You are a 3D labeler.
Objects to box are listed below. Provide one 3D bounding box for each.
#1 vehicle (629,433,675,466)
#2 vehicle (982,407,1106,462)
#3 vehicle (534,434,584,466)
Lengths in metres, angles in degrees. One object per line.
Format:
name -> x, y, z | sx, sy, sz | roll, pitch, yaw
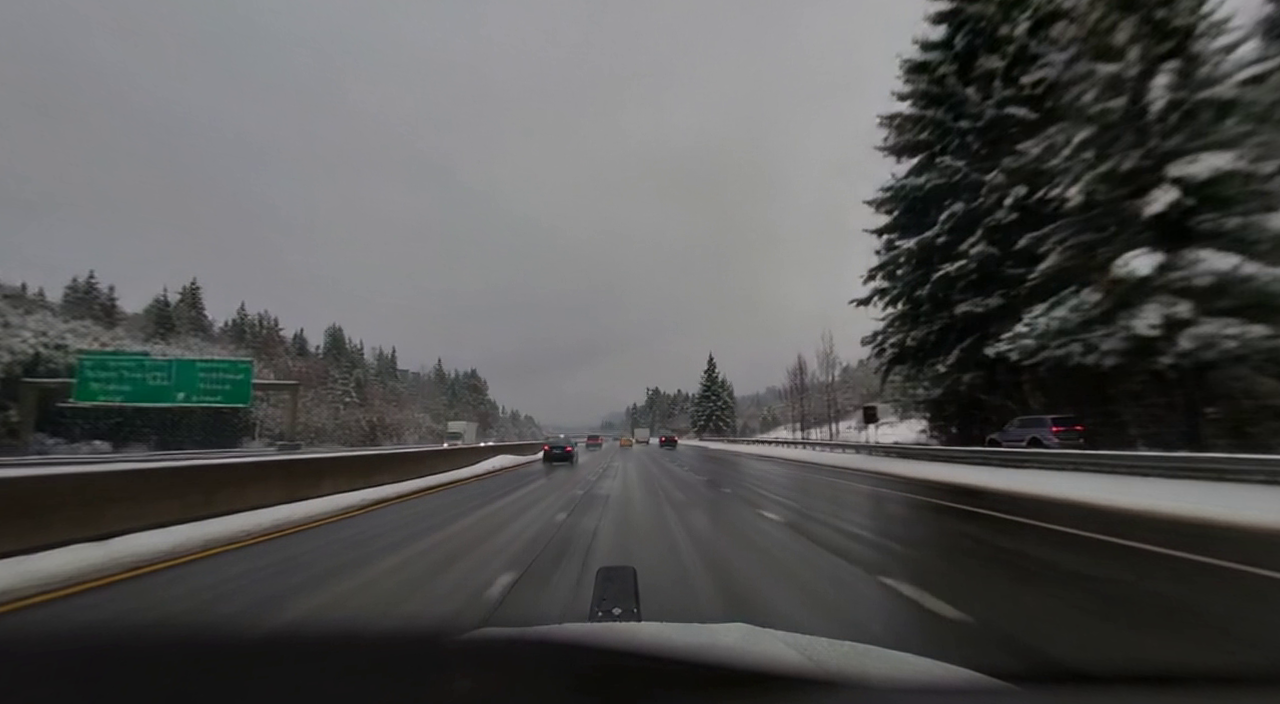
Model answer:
vehicle -> 0.531, 4.888, 31.836 | 2.086, 1.554, 3.875 | 0, -8, -2
vehicle -> 20.321, 4.227, 32.185 | 2.232, 2.540, 6.015 | 0, -8, -1
vehicle -> -3.995, 4.908, 31.632 | 2.014, 1.471, 4.380 | 0, -8, -1
